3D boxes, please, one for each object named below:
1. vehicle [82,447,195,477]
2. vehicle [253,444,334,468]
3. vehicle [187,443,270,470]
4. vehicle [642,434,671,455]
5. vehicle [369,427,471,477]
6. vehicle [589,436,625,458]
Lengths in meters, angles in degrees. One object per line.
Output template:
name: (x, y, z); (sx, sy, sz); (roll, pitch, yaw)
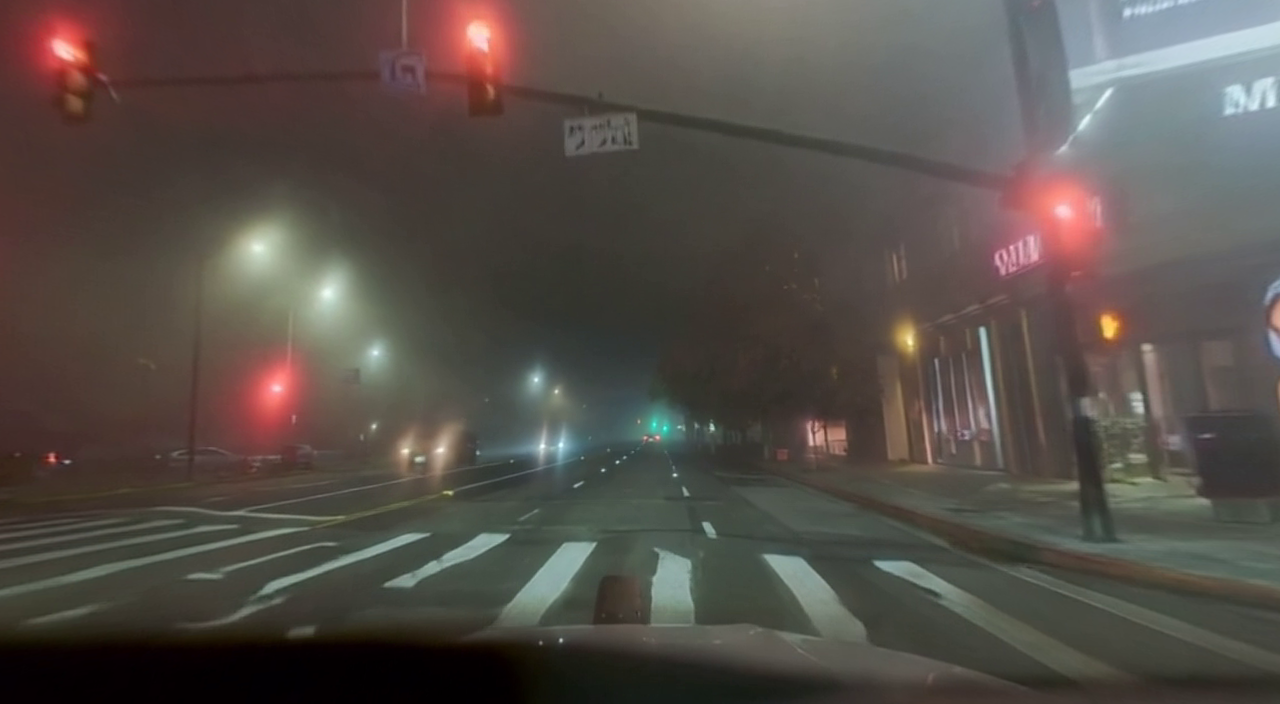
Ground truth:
vehicle: (-27.858, 6.084, 35.251); (1.755, 1.445, 4.485); (-5, -9, 29)
vehicle: (-23.614, 7.074, 43.211); (1.985, 1.469, 4.428); (-5, -9, 29)
vehicle: (-27.606, 6.971, 42.503); (1.969, 1.636, 4.136); (-5, -9, 29)
vehicle: (1.318, 7.233, 49.590); (2.168, 1.545, 4.047); (-1, -8, 2)
vehicle: (-8.772, 4.028, 25.733); (2.281, 1.834, 4.736); (-1, -8, 3)
vehicle: (-2.269, 6.590, 44.123); (1.962, 1.420, 4.021); (-1, -8, 4)
